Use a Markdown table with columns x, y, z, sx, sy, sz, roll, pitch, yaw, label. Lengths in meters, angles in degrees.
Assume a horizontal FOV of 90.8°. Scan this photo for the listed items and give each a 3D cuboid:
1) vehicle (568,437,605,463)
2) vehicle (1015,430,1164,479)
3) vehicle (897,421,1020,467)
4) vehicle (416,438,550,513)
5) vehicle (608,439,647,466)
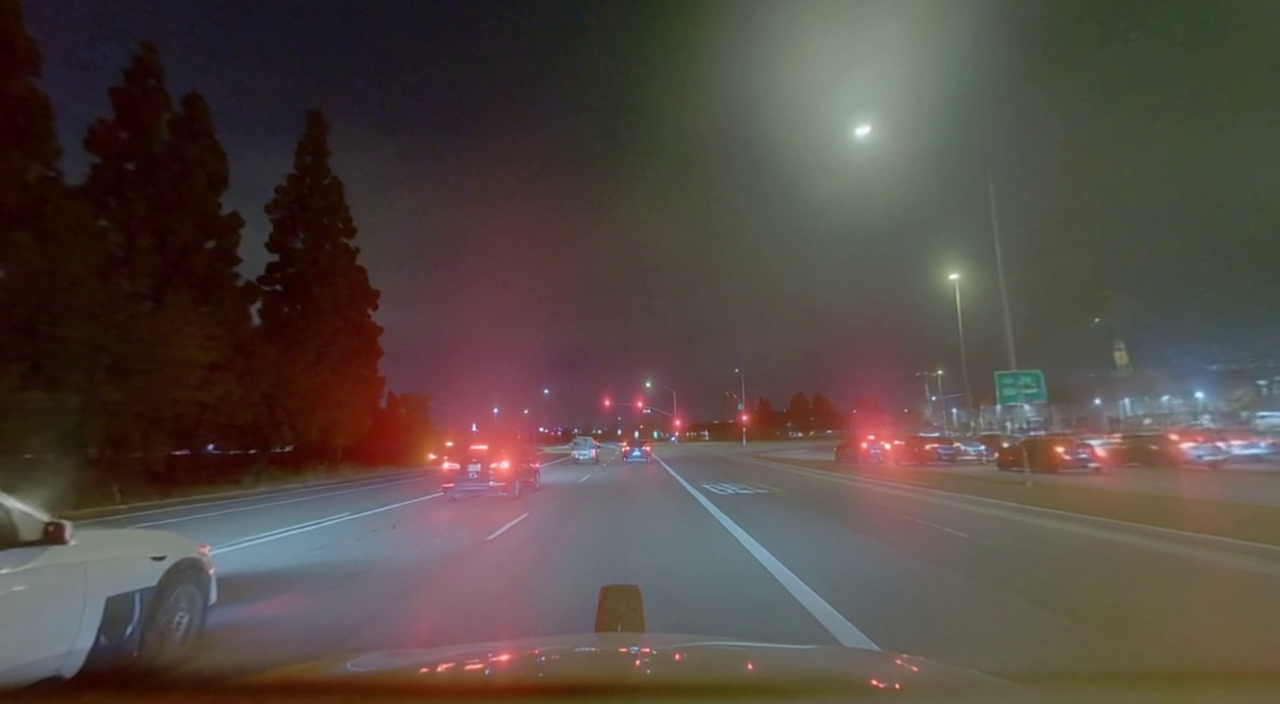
| x | y | z | sx | sy | sz | roll | pitch | yaw | label |
| --- | --- | --- | --- | --- | --- | --- | --- | --- | --- |
| -3.763 | 7.050 | 45.387 | 2.144 | 1.732 | 4.279 | -1 | -9 | 2 | vehicle |
| 14.894 | 3.366 | 20.909 | 4.505 | 1.472 | 2.020 | 4 | -10 | -27 | vehicle |
| 14.946 | 4.319 | 29.635 | 5.394 | 1.994 | 2.228 | 4 | -10 | -26 | vehicle |
| -3.464 | 2.808 | 14.929 | 1.920 | 1.480 | 4.549 | 0 | -9 | 1 | vehicle |
| -0.720 | 6.085 | 38.407 | 2.231 | 1.481 | 4.489 | 0 | -9 | 0 | vehicle |
